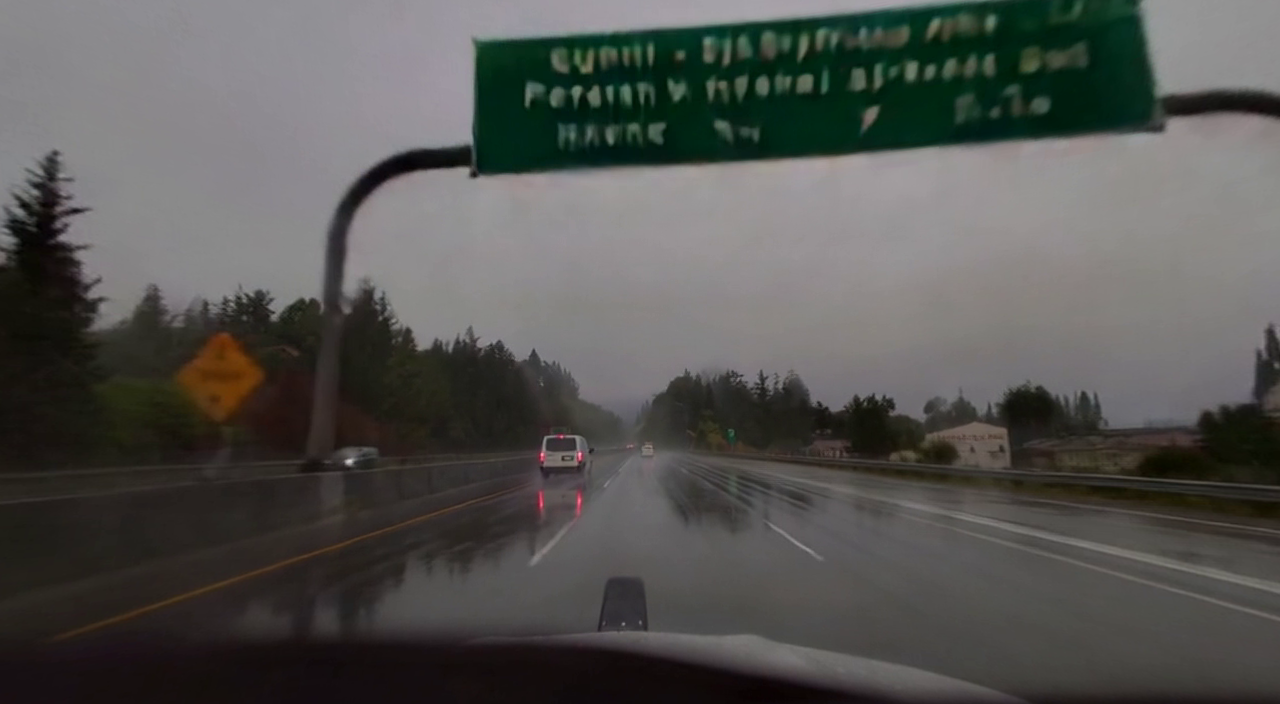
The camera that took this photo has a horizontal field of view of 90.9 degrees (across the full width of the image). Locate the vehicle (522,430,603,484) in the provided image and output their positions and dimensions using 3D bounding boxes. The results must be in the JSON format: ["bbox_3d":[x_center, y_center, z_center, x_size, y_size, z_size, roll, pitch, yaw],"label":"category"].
[{"bbox_3d":[-3.015,4.306,26.000,2.572,1.927,5.803,0,-9,0],"label":"vehicle"}]

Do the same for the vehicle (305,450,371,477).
[{"bbox_3d":[-18.488,6.808,38.780,2.010,1.535,3.964,0,-9,1],"label":"vehicle"}]

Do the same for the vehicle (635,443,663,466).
[{"bbox_3d":[0.656,8.044,49.501,2.067,1.690,3.901,0,-9,-1],"label":"vehicle"}]
